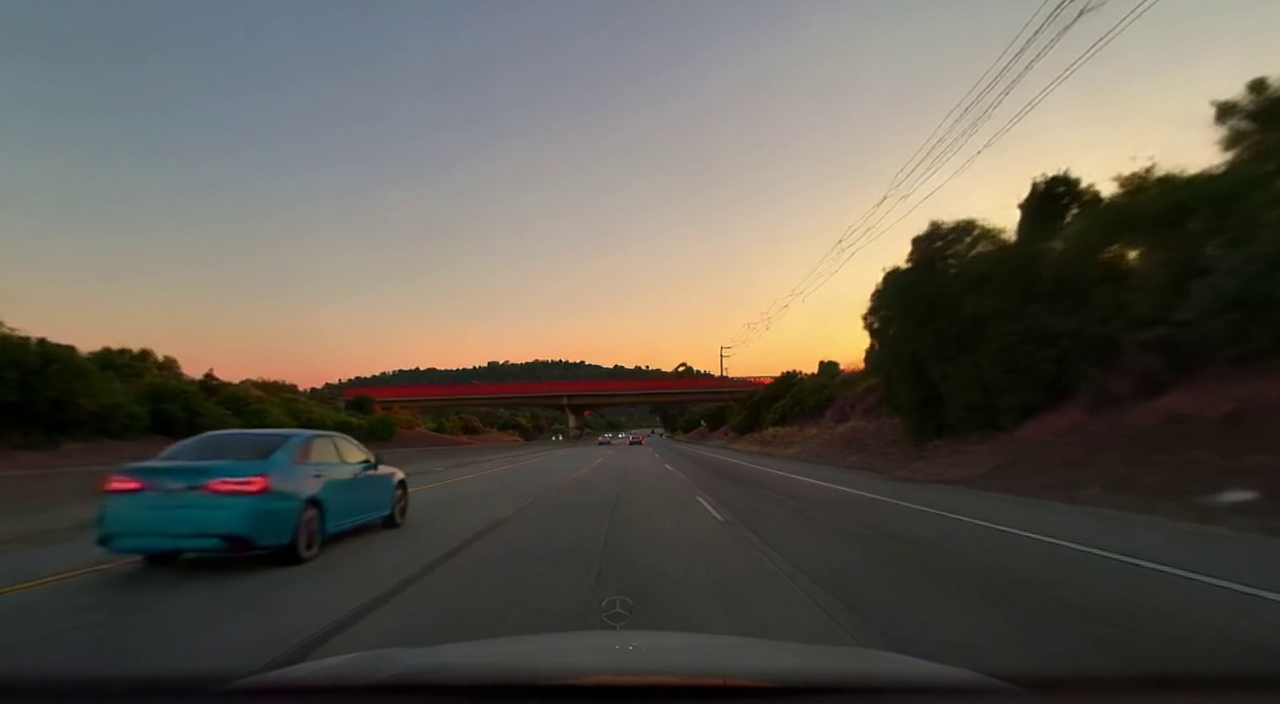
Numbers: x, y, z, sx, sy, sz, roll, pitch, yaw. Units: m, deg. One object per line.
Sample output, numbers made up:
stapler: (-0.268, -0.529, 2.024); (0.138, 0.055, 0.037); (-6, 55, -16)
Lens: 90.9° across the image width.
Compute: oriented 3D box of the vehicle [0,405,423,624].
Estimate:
vehicle: (-4.128, 1.458, 6.753); (2.074, 1.535, 4.437); (0, -8, -1)
